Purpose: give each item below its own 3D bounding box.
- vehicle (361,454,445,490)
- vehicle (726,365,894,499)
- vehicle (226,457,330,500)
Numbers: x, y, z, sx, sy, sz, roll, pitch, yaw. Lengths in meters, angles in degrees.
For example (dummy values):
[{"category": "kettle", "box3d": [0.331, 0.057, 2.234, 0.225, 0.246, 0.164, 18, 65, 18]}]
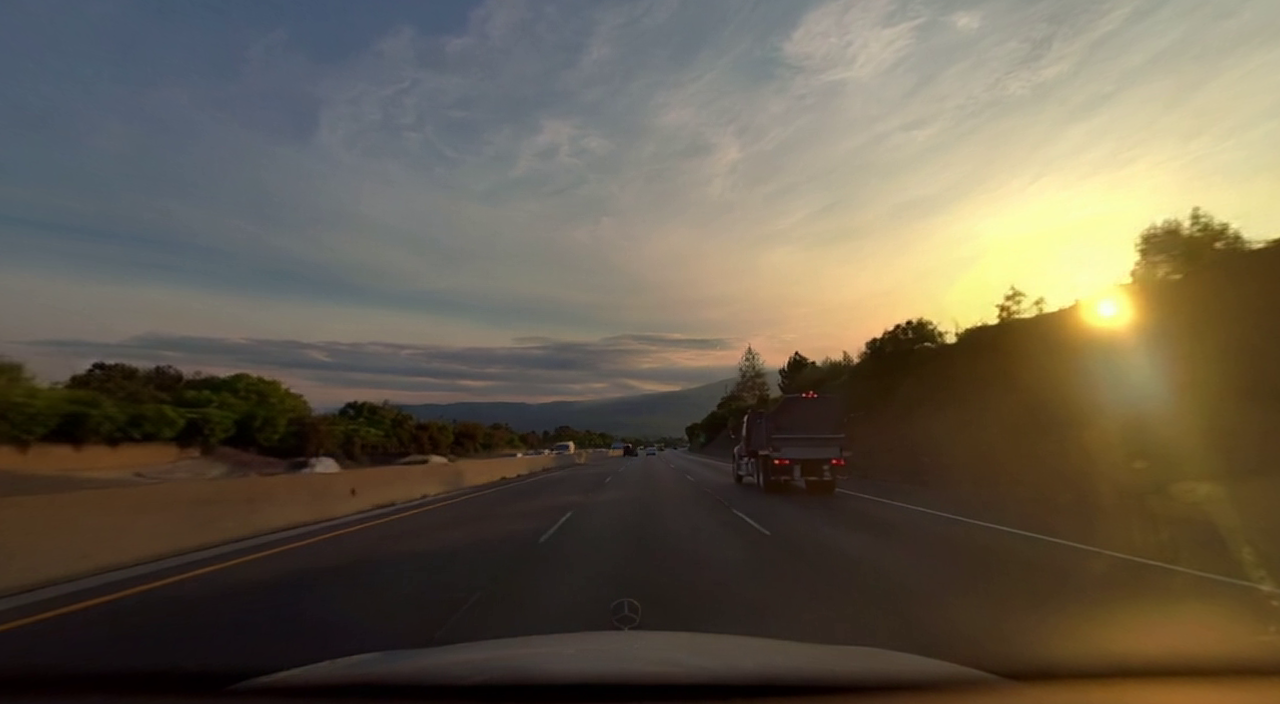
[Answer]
[{"category": "vehicle", "box3d": [-10.805, 5.478, 29.147, 2.192, 1.516, 4.296, 0, -9, 0]}, {"category": "vehicle", "box3d": [4.745, 2.594, 19.708, 2.771, 3.313, 8.121, 0, -9, -1]}, {"category": "vehicle", "box3d": [-14.358, 5.009, 25.304, 1.841, 1.561, 3.800, 0, -9, 1]}]
